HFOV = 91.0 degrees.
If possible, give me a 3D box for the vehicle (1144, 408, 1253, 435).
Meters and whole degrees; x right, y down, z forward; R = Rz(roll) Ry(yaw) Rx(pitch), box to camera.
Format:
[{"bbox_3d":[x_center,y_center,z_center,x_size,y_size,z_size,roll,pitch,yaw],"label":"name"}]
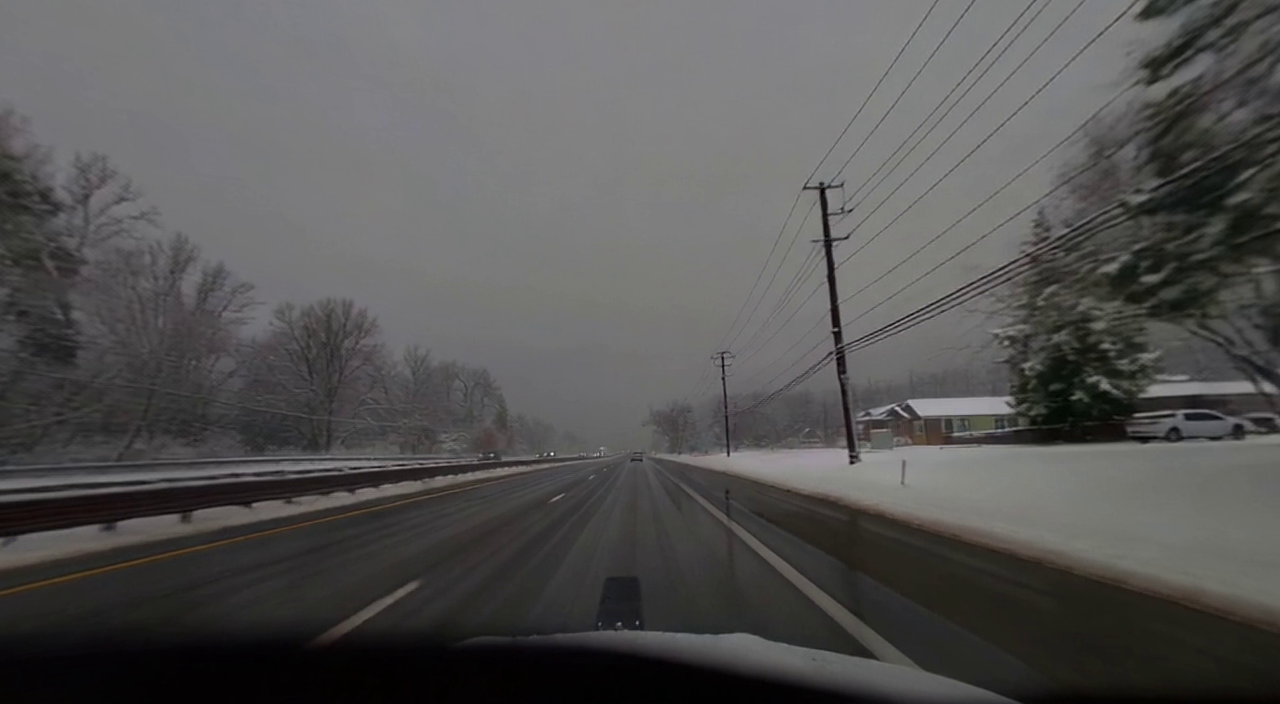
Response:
[{"bbox_3d":[41.640,5.287,47.186,5.631,1.821,2.168,-5,-10,30],"label":"vehicle"}]
